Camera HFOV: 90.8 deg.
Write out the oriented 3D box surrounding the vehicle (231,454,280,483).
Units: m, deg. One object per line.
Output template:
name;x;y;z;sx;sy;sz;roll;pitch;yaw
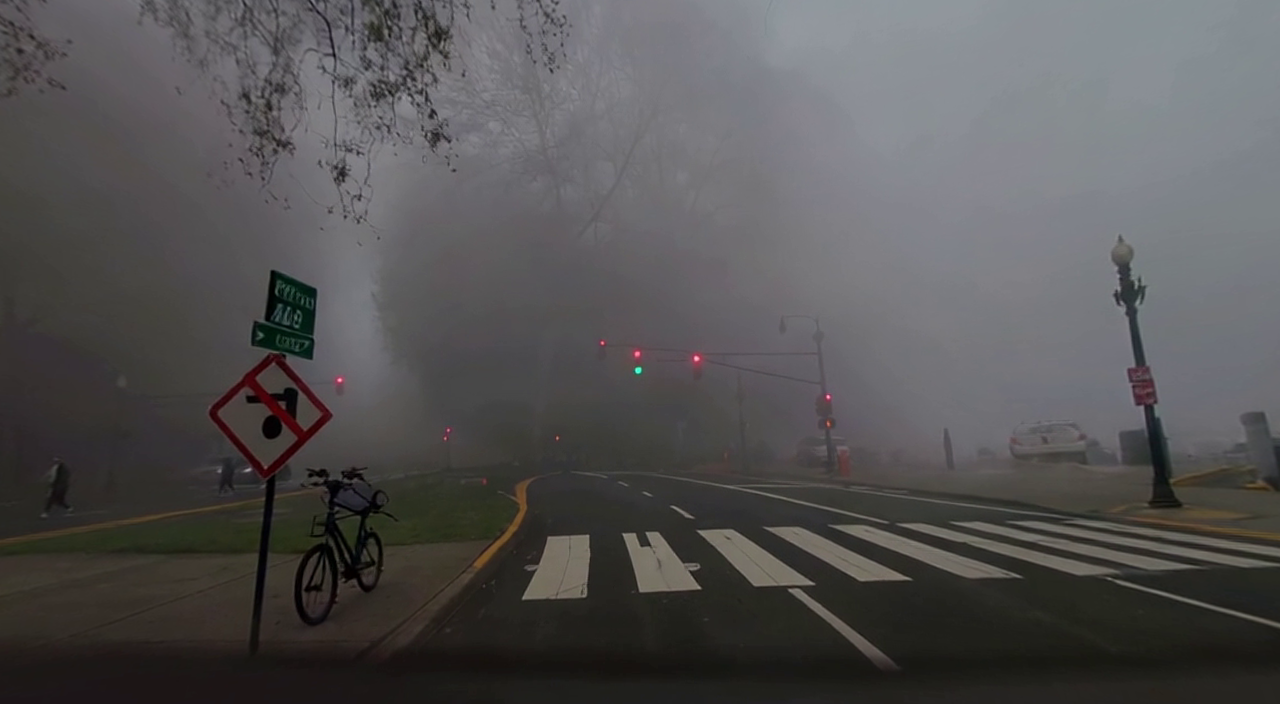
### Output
vehicle;-27.530;8.281;45.160;2.199;1.838;4.222;7;-11;-40
